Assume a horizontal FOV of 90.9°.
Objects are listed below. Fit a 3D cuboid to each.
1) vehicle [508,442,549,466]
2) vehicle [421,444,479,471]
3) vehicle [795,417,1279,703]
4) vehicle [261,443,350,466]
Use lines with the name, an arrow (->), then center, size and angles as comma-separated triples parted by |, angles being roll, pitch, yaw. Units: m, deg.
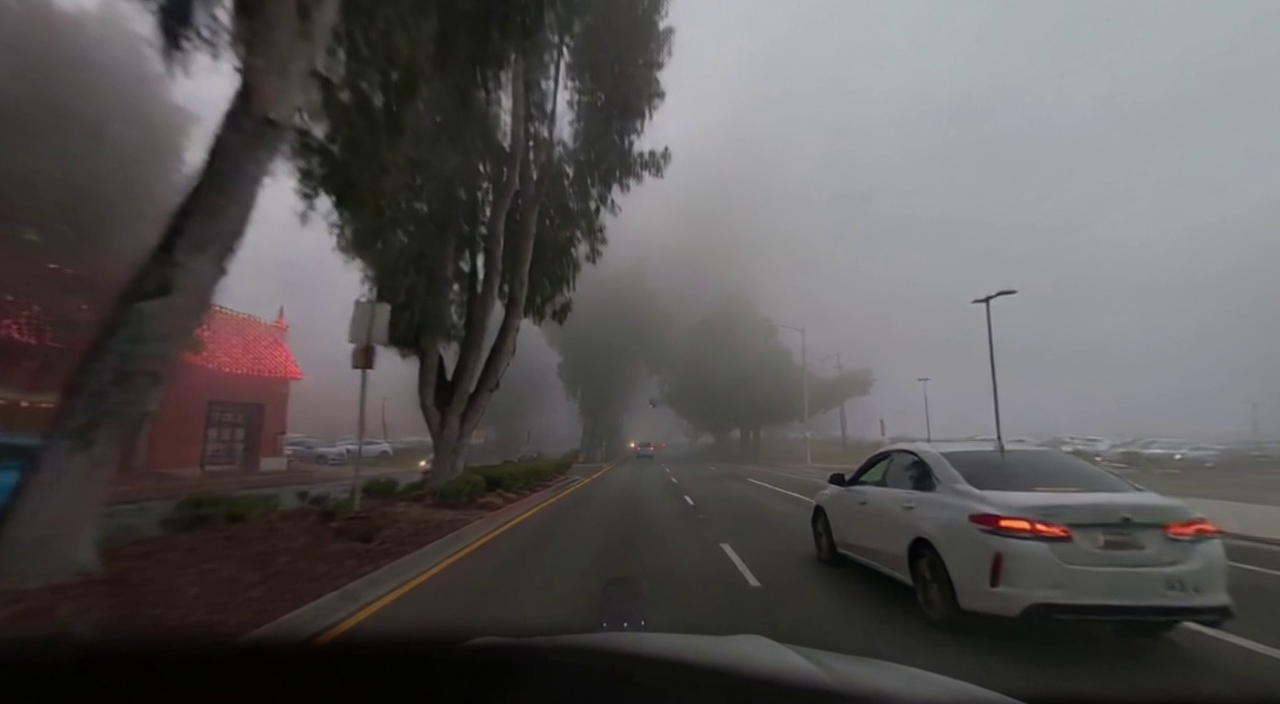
vehicle -> -7.597, 6.981, 43.257 | 1.904, 1.501, 4.313 | 0, -8, 2
vehicle -> -11.340, 6.323, 37.942 | 1.938, 1.487, 4.623 | 0, -8, 1
vehicle -> 3.014, 1.417, 5.499 | 2.091, 1.472, 4.697 | 0, -8, 0
vehicle -> -23.156, 7.121, 43.817 | 4.980, 1.521, 2.089 | 0, -8, 0
